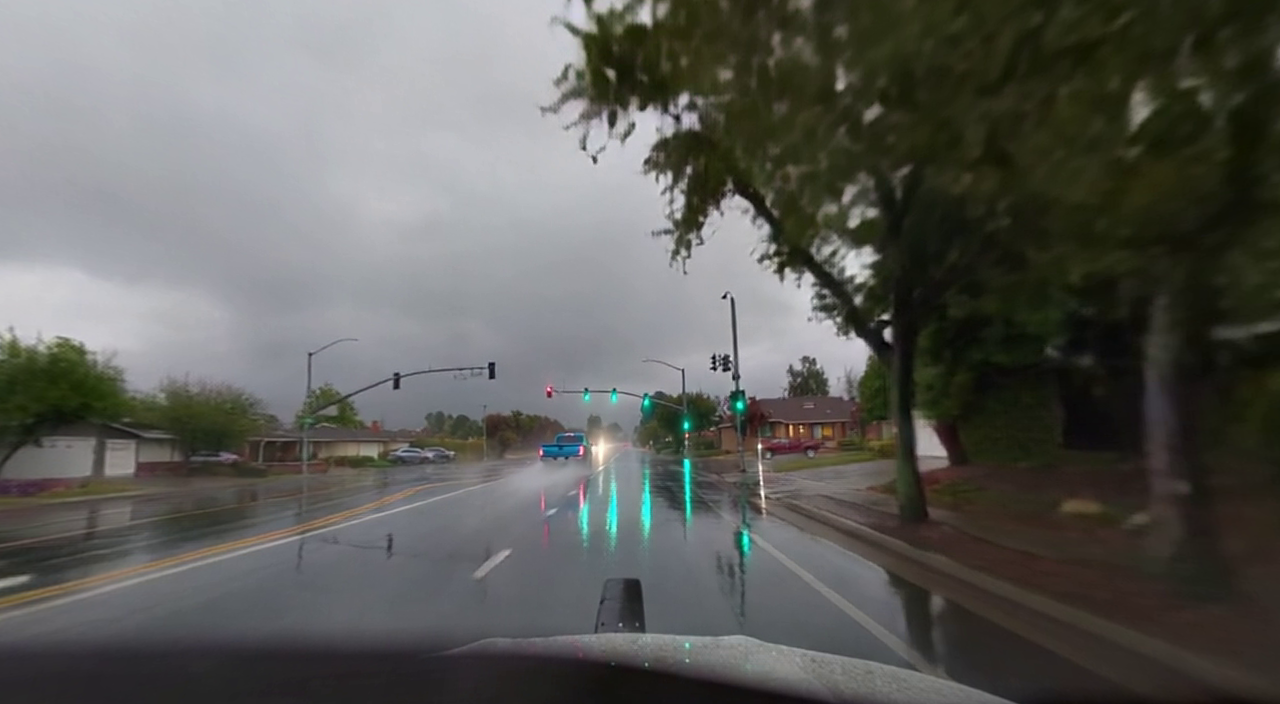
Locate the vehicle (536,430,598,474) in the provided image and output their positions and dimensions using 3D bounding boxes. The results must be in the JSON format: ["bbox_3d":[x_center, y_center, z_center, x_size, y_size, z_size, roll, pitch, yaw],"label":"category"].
[{"bbox_3d":[-3.613,5.156,32.699,2.508,2.001,5.880,0,-9,0],"label":"vehicle"}]

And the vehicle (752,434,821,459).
[{"bbox_3d":[10.627,6.894,46.141,4.500,1.761,1.975,0,-9,1],"label":"vehicle"}]

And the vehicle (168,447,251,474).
[{"bbox_3d":[-28.920,7.317,42.582,4.092,1.624,1.965,0,-11,-12],"label":"vehicle"}]
